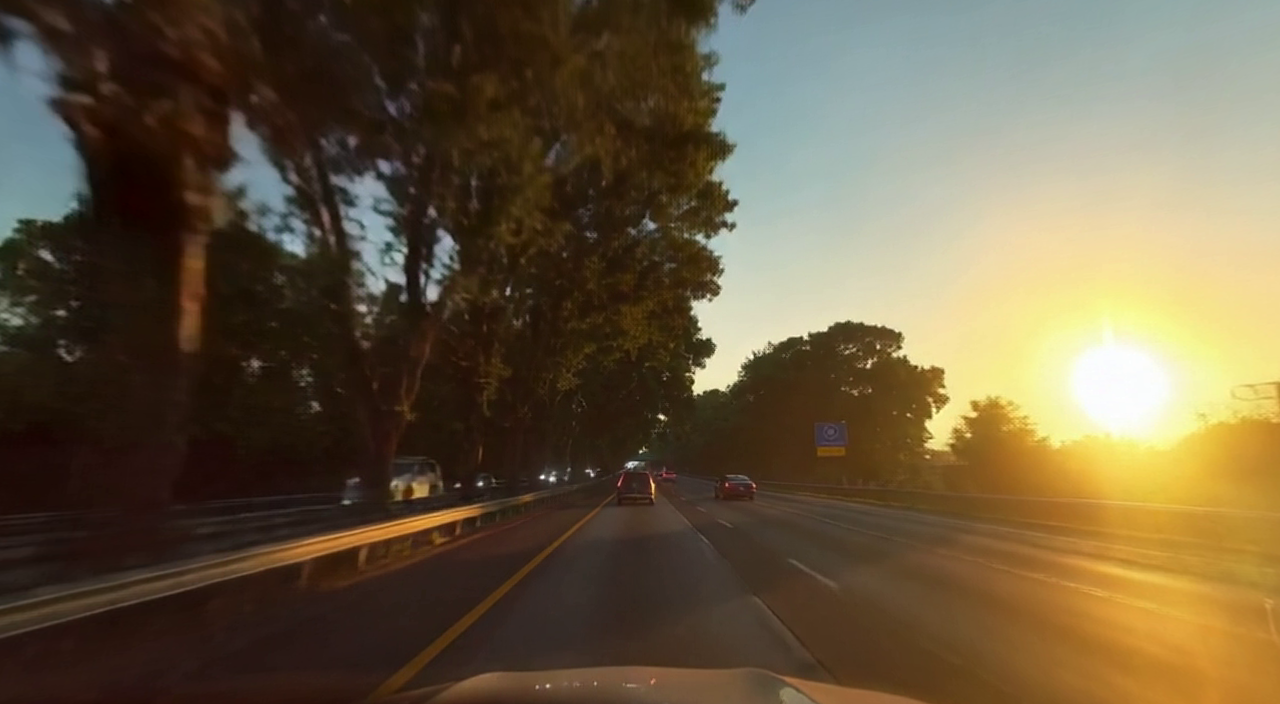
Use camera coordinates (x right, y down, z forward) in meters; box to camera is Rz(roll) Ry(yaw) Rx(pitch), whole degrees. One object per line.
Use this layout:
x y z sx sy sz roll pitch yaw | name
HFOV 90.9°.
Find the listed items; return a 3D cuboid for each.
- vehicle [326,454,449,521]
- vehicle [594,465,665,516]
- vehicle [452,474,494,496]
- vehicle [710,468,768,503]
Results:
-8.620 4.686 22.125 2.231 2.036 4.904 1 -10 0 | vehicle
-0.309 4.429 20.470 2.060 1.473 3.726 1 -10 0 | vehicle
-12.140 9.703 46.114 1.880 1.420 4.212 1 -10 0 | vehicle
4.560 6.241 29.695 1.974 1.476 4.119 1 -10 -1 | vehicle
